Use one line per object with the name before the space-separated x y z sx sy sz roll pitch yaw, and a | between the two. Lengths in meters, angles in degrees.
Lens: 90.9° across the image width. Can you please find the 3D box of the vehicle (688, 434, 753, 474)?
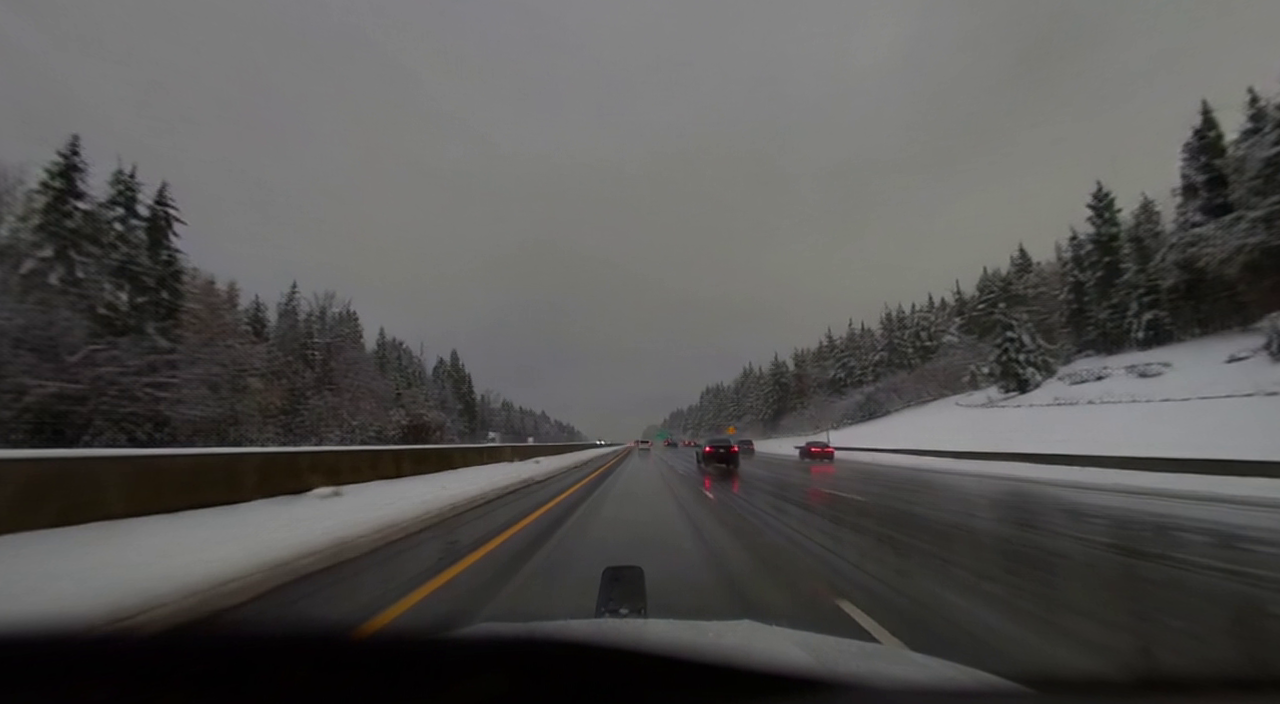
vehicle | 3.478 4.545 28.190 2.326 1.644 4.206 0 -8 -1

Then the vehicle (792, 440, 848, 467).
vehicle | 10.401 5.892 36.791 1.970 1.479 4.480 0 -8 0
